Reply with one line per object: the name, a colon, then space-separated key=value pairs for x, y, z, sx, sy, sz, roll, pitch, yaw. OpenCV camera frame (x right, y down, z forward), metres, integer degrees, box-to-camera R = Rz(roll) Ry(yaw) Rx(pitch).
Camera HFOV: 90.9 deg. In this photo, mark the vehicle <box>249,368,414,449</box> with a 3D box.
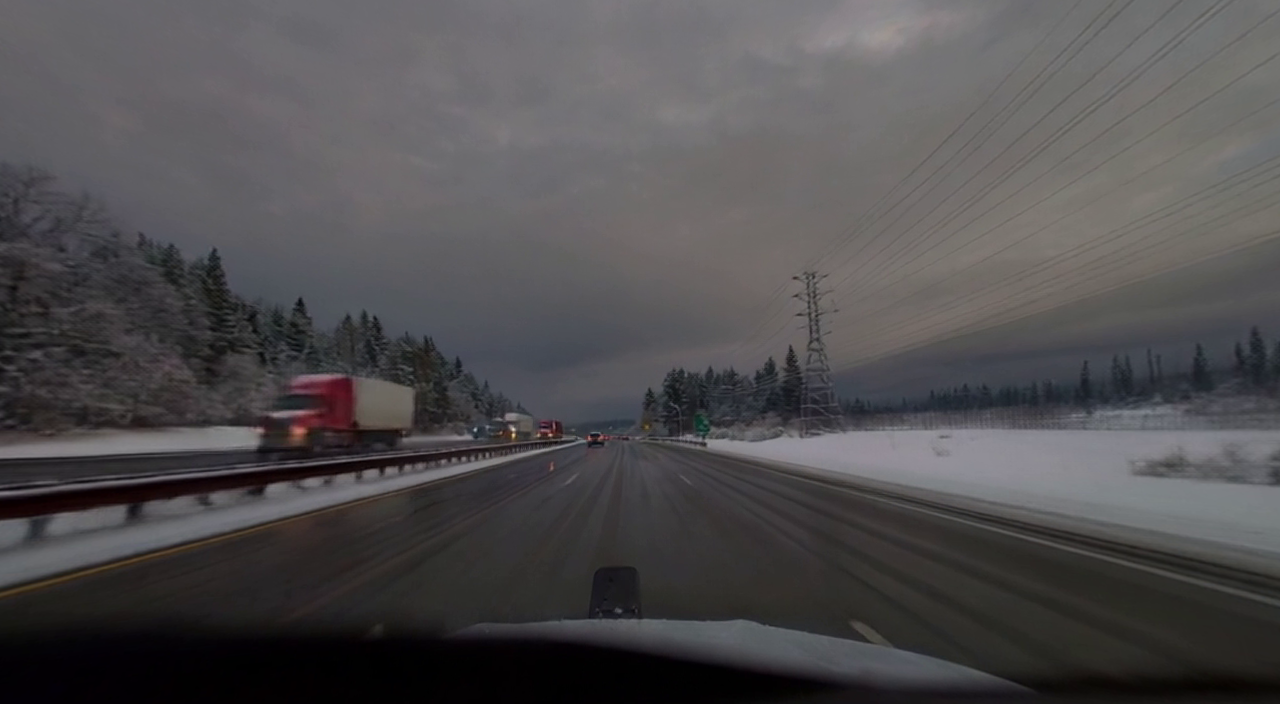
vehicle: x=-17.495 y=3.633 z=37.525 sx=3.576 sy=3.966 sz=13.138 roll=0 pitch=-8 yaw=-2
